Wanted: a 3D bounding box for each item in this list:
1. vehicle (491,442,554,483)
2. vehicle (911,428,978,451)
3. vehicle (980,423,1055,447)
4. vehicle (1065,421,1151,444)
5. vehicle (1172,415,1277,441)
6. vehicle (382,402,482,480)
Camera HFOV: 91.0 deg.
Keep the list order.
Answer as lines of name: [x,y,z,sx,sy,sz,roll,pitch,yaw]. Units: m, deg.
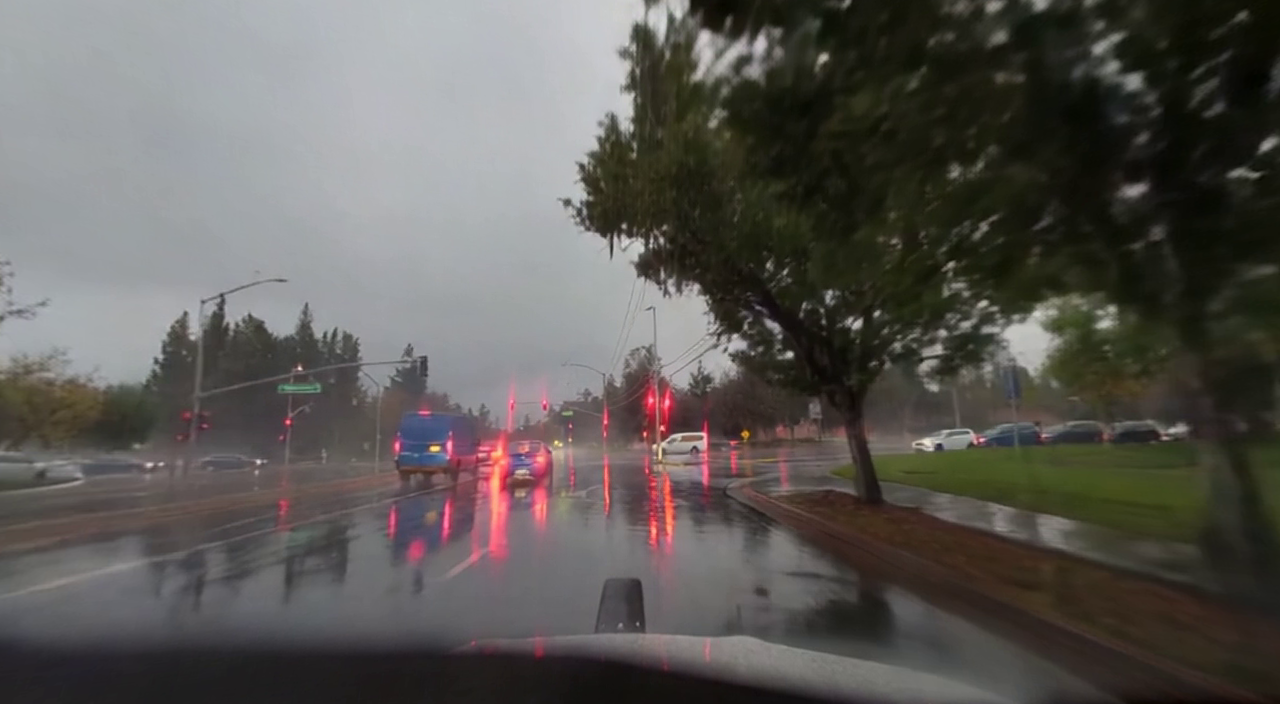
vehicle: [-4.619,4.412,25.407,2.019,1.485,4.565,1,-9,-5]
vehicle: [20.513,5.959,42.477,3.718,1.480,1.981,3,-9,-20]
vehicle: [26.809,5.915,44.806,4.056,1.659,1.881,-2,-9,11]
vehicle: [32.529,5.645,43.916,4.342,1.513,1.838,-2,-9,13]
vehicle: [39.239,5.127,42.406,4.643,1.620,1.938,-2,-9,15]
vehicle: [-8.647,3.861,27.032,2.461,2.889,6.776,1,-9,-5]
